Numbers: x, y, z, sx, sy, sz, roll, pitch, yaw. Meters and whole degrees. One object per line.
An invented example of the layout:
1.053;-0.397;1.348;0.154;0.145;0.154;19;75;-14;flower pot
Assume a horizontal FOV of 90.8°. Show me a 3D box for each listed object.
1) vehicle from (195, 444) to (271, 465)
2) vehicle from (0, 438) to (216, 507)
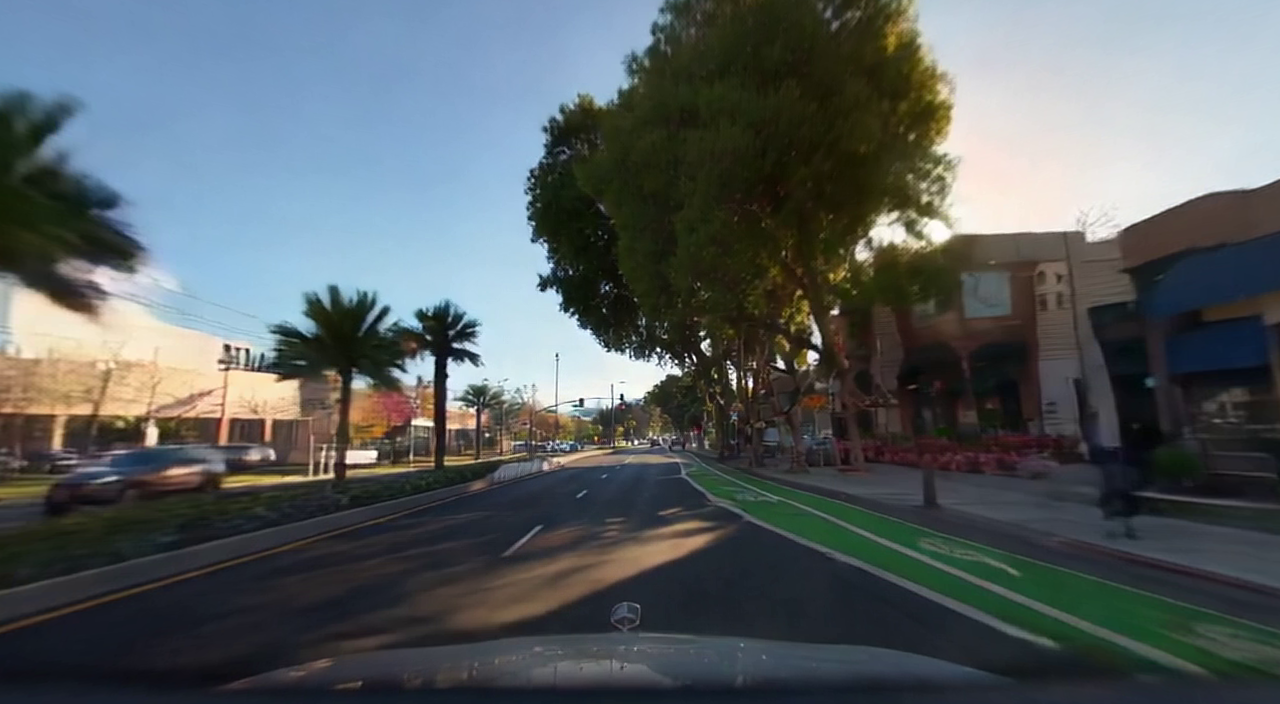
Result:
-29.452;7.408;45.723;4.479;1.465;1.772;-1;-8;8;vehicle
-17.257;3.868;20.931;2.211;1.924;5.789;-1;-9;2;vehicle
